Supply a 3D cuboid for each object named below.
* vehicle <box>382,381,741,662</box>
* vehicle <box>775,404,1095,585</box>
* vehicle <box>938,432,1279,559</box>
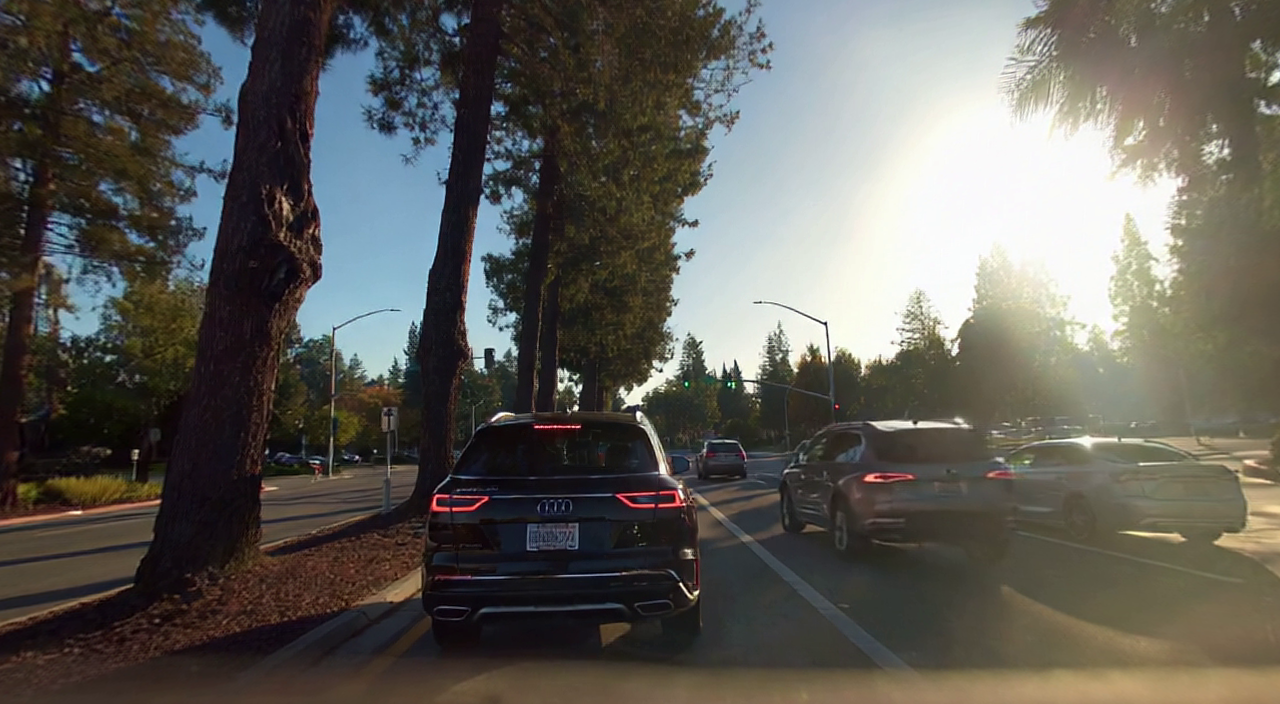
[{"bbox_3d":[-0.431,1.354,6.096,2.201,1.709,4.271,0,-9,2],"label":"vehicle"},{"bbox_3d":[3.241,1.666,8.183,1.963,1.682,4.407,0,-9,0],"label":"vehicle"},{"bbox_3d":[6.595,2.008,9.647,1.894,1.445,4.565,0,-9,0],"label":"vehicle"}]
